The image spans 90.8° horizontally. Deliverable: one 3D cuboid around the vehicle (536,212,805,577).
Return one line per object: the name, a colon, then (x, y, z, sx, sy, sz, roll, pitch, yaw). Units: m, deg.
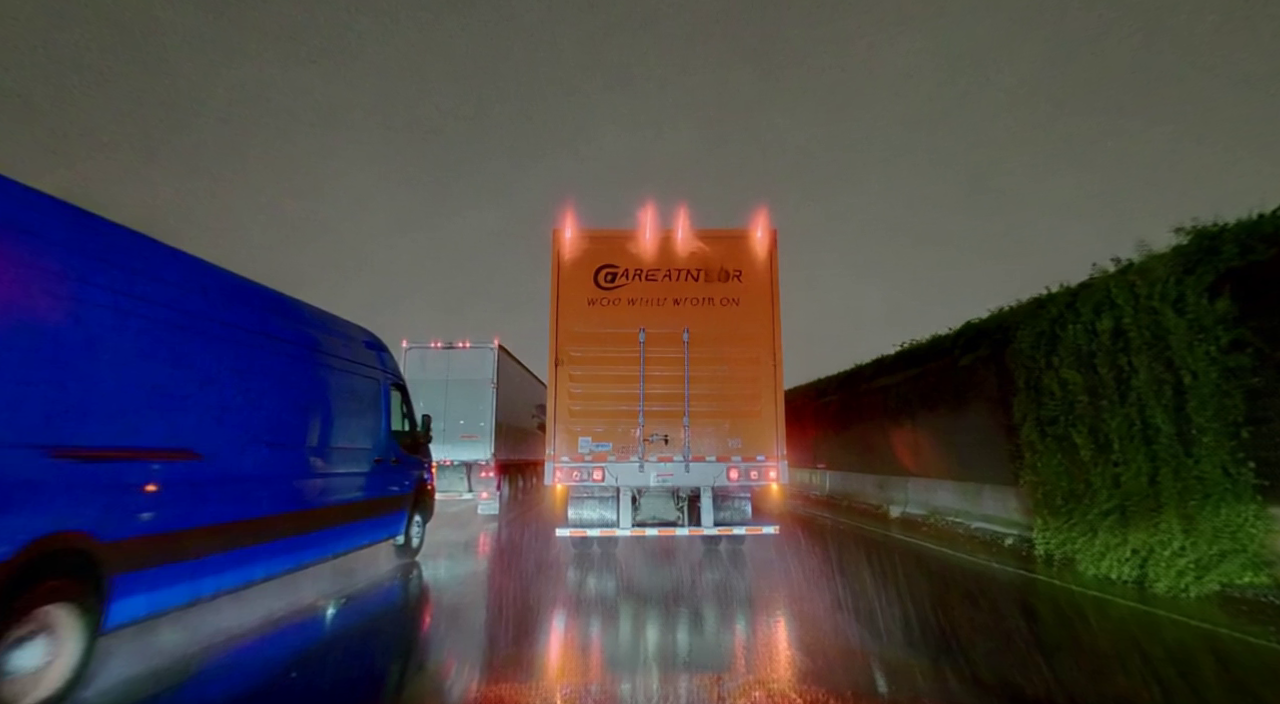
vehicle: (0.471, 1.214, 12.232, 2.853, 4.054, 10.557, 0, -9, 2)

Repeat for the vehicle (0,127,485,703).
vehicle: (-4.415, 1.024, 6.855, 2.790, 2.893, 10.715, 0, -9, 0)
